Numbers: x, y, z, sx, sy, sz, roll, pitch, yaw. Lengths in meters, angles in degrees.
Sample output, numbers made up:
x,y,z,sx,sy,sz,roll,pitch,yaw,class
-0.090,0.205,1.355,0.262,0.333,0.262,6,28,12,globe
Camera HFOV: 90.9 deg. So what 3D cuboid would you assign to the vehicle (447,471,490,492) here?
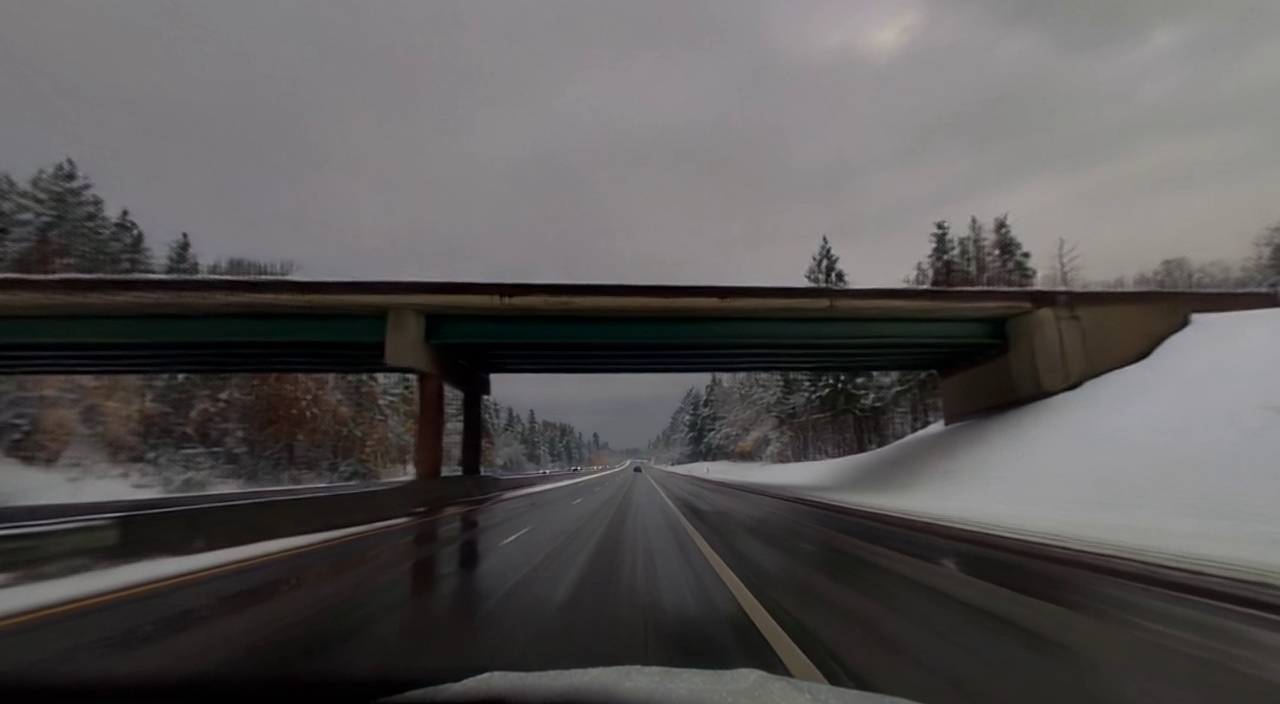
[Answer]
x,y,z,sx,sy,sz,roll,pitch,yaw,class
-12.384,9.359,45.716,1.941,1.429,3.701,0,-10,2,vehicle
